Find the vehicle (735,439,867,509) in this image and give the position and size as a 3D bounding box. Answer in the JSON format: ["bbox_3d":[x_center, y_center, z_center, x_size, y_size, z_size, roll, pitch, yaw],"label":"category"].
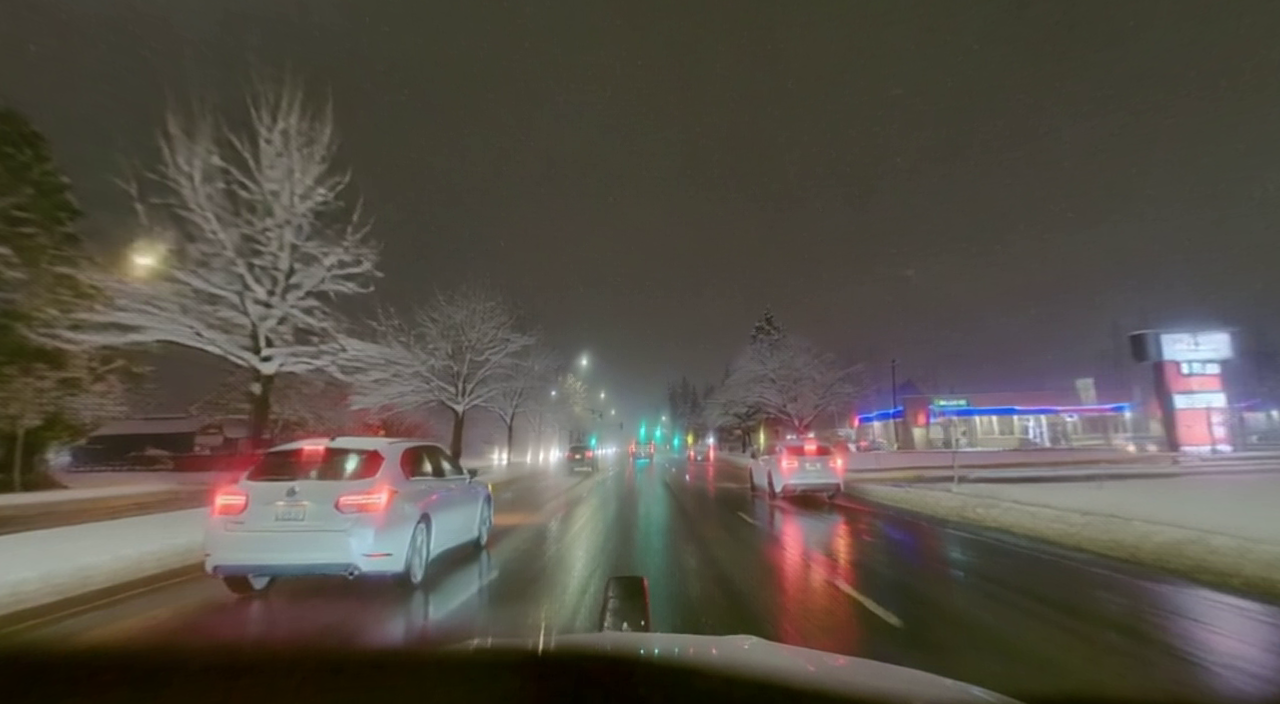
[{"bbox_3d":[3.815,2.968,15.880,2.036,1.480,4.659,0,-9,-1],"label":"vehicle"}]

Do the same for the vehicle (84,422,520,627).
[{"bbox_3d":[-2.931,1.620,7.083,2.082,1.460,4.922,0,-9,1],"label":"vehicle"}]

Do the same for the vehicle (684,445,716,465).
[{"bbox_3d":[4.562,7.949,48.621,1.996,1.443,4.270,0,-9,-1],"label":"vehicle"}]

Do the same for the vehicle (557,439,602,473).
[{"bbox_3d":[-3.257,5.741,34.992,1.981,1.731,4.360,0,-9,1],"label":"vehicle"}]

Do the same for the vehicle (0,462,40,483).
[{"bbox_3d":[-49.188,9.369,48.876,3.674,1.448,1.627,-2,-8,3],"label":"vehicle"}]
